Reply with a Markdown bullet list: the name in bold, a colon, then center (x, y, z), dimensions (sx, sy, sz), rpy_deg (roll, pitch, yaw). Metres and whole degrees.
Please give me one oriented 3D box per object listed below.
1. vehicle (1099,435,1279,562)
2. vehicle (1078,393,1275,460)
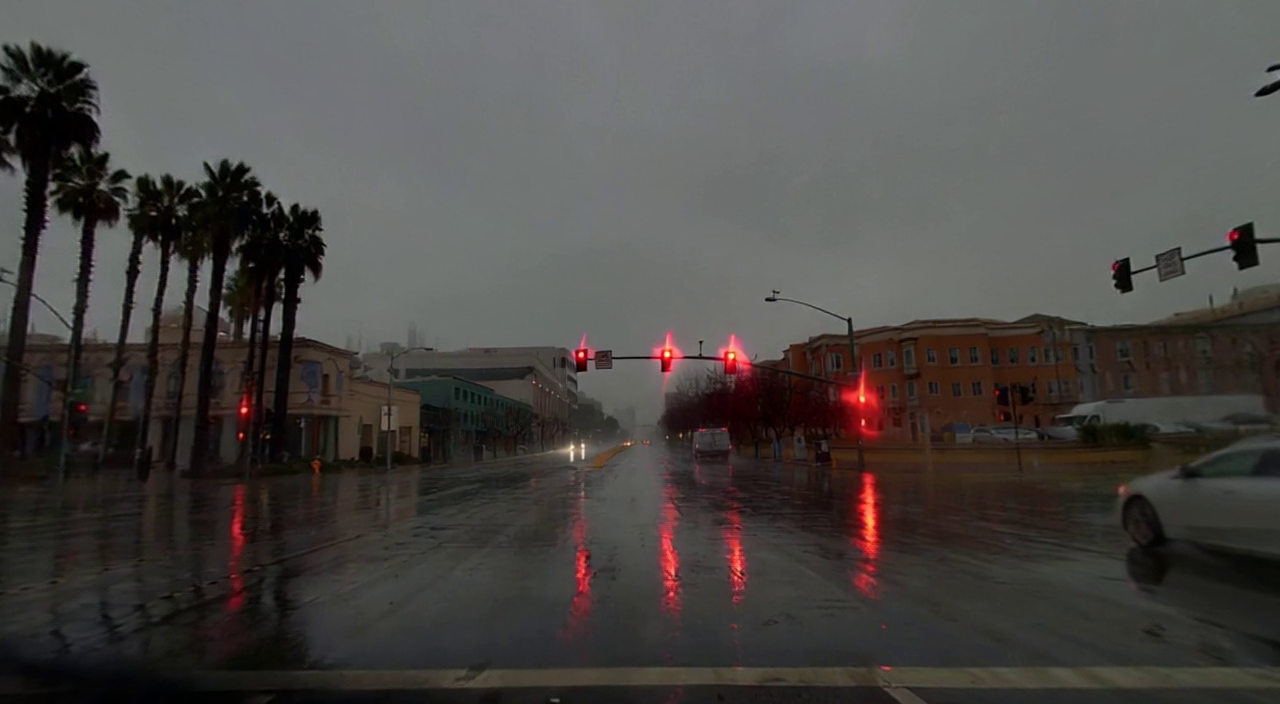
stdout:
- **vehicle**: center (8.461, 1.756, 7.667), dimensions (2.003, 1.475, 4.520), rpy_deg (1, -9, -8)
- **vehicle**: center (32.613, 4.726, 39.339), dimensions (2.863, 3.609, 10.252), rpy_deg (0, -8, -3)
